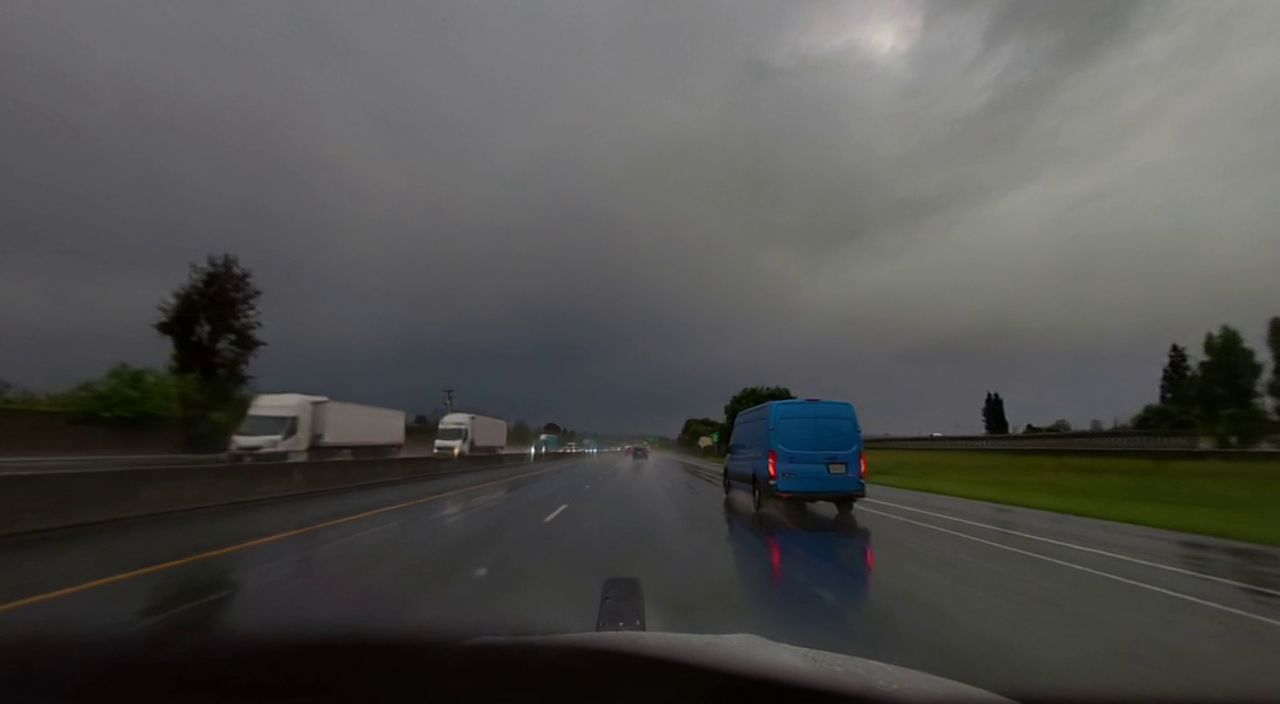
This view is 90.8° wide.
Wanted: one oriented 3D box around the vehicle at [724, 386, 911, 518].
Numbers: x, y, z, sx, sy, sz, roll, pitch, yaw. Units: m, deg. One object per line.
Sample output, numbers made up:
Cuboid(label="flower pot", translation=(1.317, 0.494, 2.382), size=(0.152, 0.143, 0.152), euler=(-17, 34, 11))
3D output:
Cuboid(label="vehicle", translation=(3.856, 2.428, 15.524), size=(2.552, 2.524, 6.630), euler=(0, -9, -1))

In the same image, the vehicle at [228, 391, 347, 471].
Cuboid(label="vehicle", translation=(-19.517, 4.521, 35.498), size=(3.078, 4.095, 6.013), euler=(0, -9, 0))
